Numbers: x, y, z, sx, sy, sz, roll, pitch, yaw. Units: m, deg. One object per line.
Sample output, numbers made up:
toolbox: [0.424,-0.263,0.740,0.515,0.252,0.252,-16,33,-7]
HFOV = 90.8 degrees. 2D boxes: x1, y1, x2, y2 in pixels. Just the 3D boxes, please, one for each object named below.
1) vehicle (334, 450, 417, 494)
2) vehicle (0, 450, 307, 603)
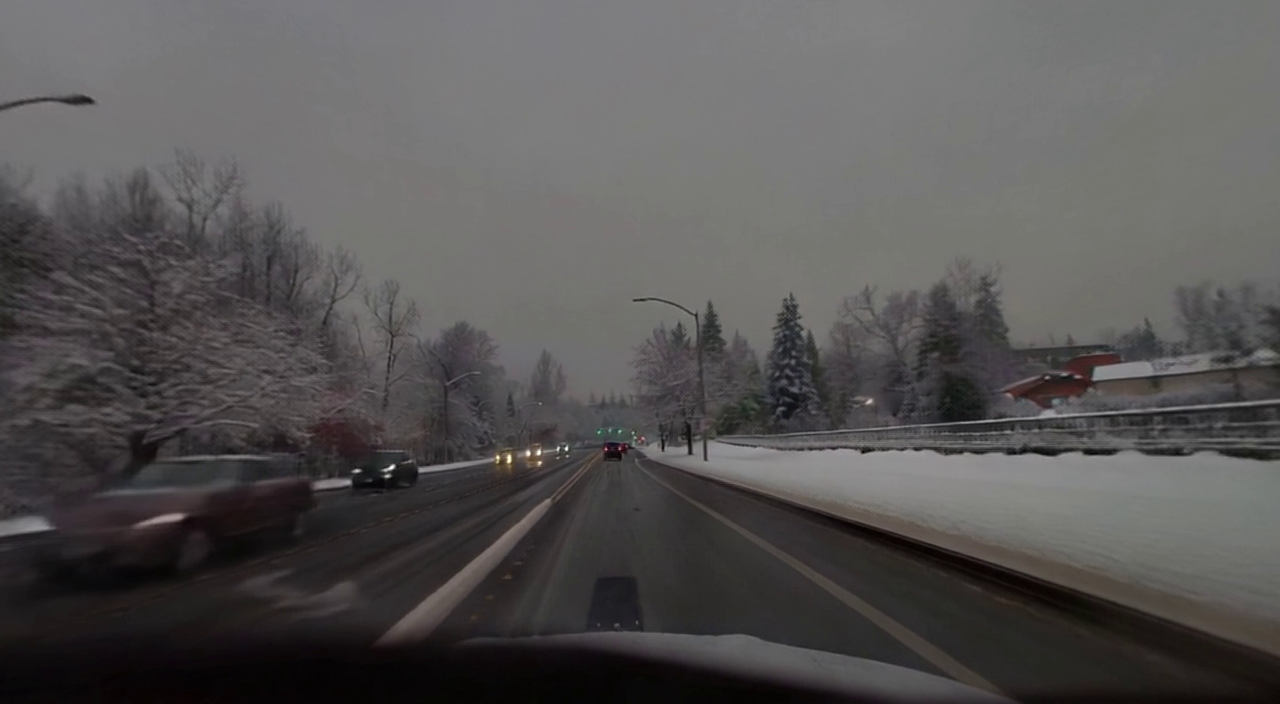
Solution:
vehicle: [-11.551,5.237,27.959,2.000,1.728,4.510,0,-8,-4]
vehicle: [-6.701,2.123,8.652,2.033,1.511,4.247,0,-8,-1]
